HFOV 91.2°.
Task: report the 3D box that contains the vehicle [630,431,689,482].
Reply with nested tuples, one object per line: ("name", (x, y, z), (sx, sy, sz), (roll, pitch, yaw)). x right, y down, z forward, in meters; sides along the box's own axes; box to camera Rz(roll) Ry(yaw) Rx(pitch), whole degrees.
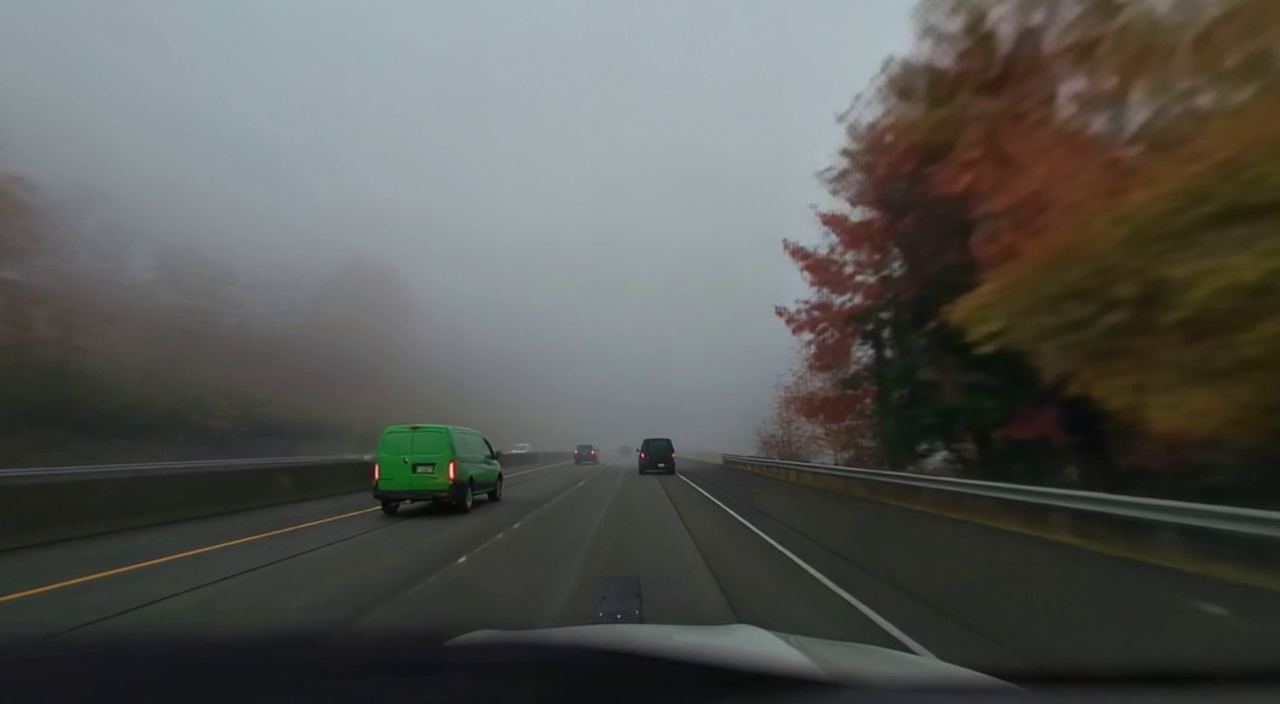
("vehicle", (0.700, 4.363, 26.283), (2.179, 1.930, 4.538), (0, -9, -2))

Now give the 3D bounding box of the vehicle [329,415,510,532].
("vehicle", (-3.833, 2.185, 11.751), (2.021, 1.790, 3.907), (0, -9, -1))

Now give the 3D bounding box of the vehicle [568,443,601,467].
("vehicle", (-4.110, 7.702, 46.919), (2.088, 1.688, 4.365), (0, -9, -1))
